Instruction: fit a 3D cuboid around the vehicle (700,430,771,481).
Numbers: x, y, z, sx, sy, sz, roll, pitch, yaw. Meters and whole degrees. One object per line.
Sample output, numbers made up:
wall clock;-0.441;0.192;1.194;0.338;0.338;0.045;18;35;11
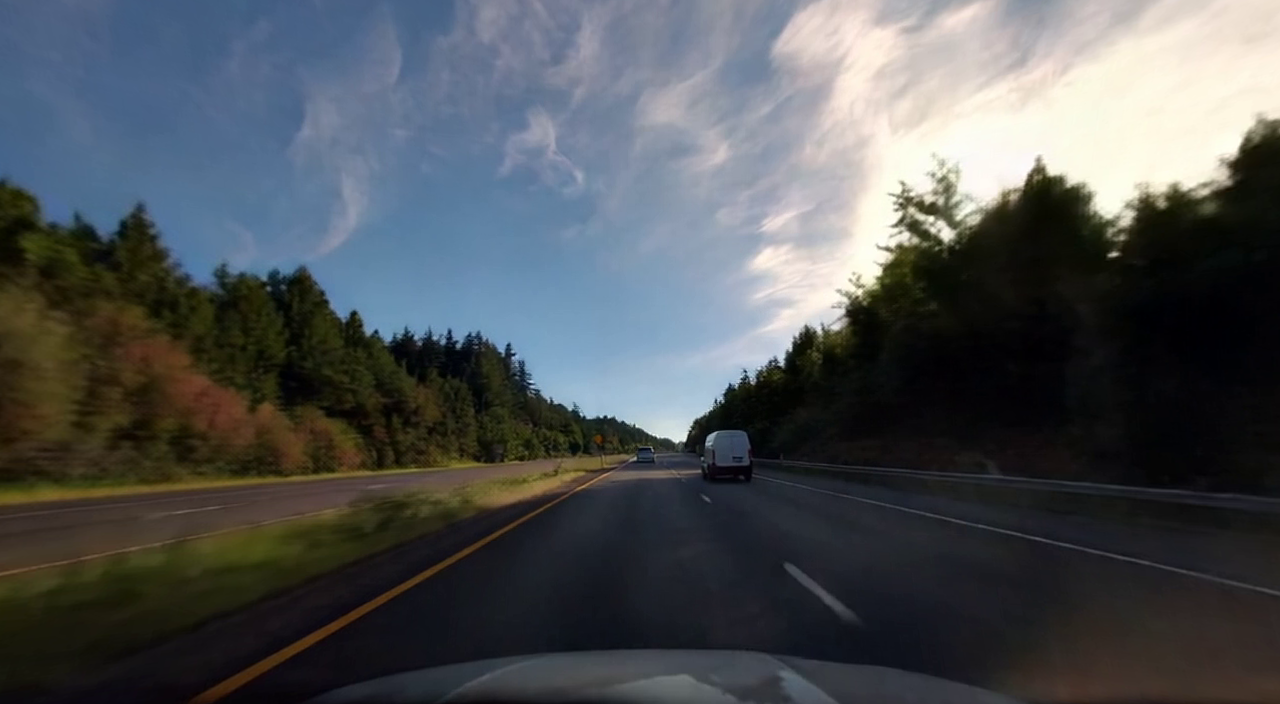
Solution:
vehicle;4.194;4.647;28.446;2.371;2.045;4.768;0;-9;-1
